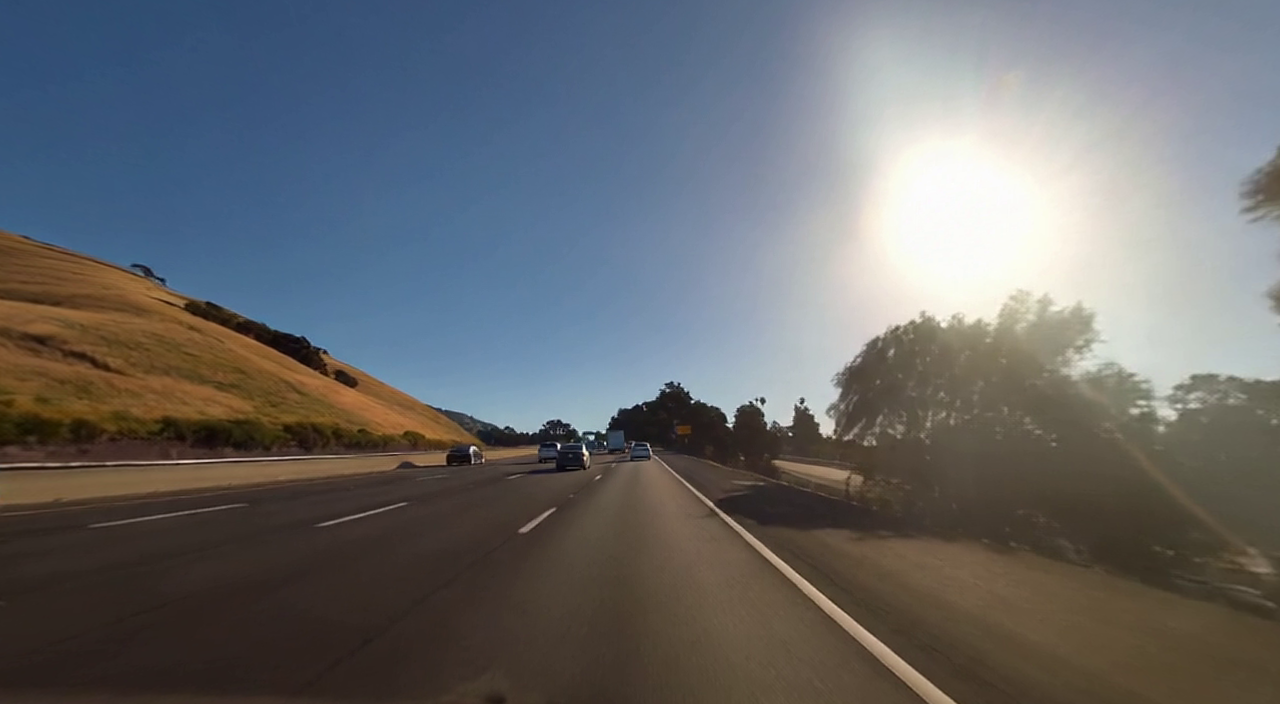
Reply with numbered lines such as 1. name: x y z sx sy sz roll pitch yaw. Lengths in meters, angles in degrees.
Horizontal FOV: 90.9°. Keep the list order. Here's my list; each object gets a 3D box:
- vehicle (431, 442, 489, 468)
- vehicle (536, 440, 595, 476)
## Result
1. vehicle: -10.717 6.164 38.006 1.945 1.466 4.947 0 -8 1
2. vehicle: -3.392 4.921 29.609 2.080 1.505 4.649 -1 -8 1
